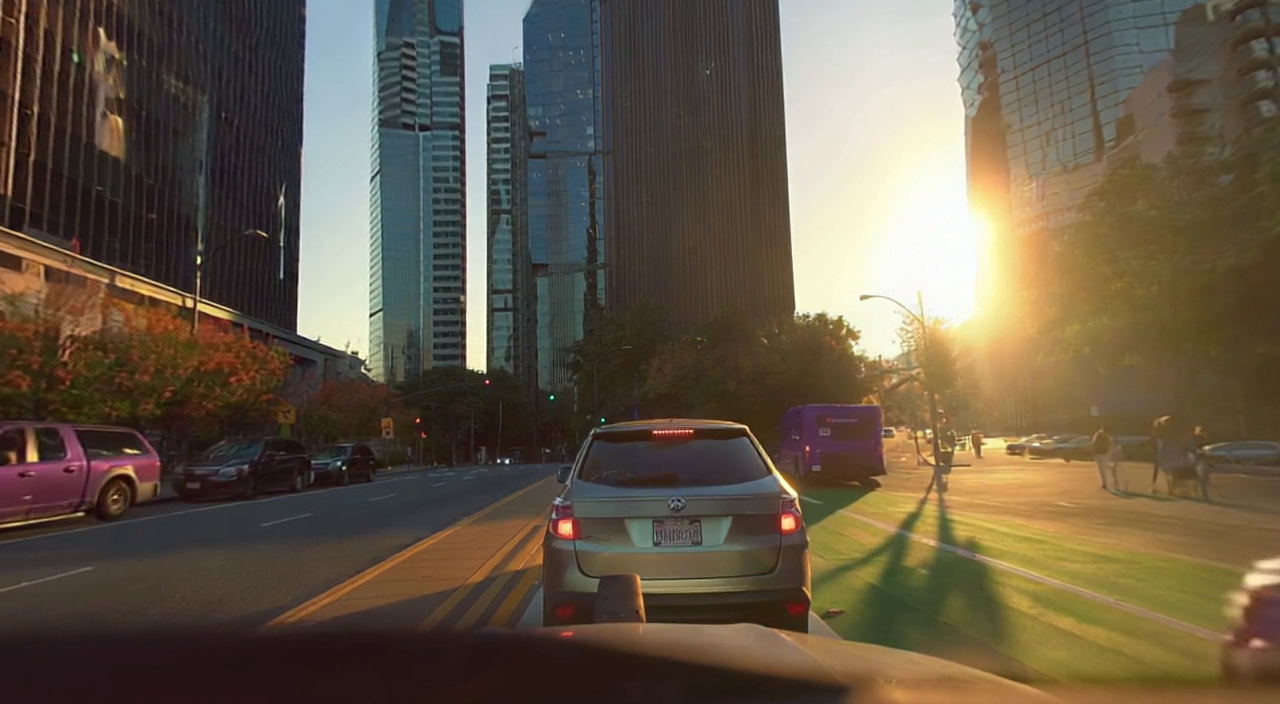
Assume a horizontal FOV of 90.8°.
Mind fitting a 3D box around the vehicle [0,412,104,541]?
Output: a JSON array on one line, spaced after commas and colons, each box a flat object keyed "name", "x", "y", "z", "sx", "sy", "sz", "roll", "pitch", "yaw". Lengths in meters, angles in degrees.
[{"name": "vehicle", "x": -10.499, "y": 1.918, "z": 9.756, "sx": 1.543, "sy": 1.946, "sz": 3.454, "roll": 1, "pitch": -9, "yaw": -6}]

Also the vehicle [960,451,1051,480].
[{"name": "vehicle", "x": 23.866, "y": 7.373, "z": 41.301, "sx": 4.956, "sy": 1.706, "sz": 1.822, "roll": -6, "pitch": -10, "yaw": 33}]

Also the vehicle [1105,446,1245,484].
[{"name": "vehicle", "x": 30.848, "y": 6.507, "z": 36.761, "sx": 5.890, "sy": 1.996, "sz": 2.155, "roll": -6, "pitch": -10, "yaw": 34}]

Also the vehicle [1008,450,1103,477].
[{"name": "vehicle", "x": 27.980, "y": 7.494, "z": 42.663, "sx": 5.153, "sy": 1.626, "sz": 1.895, "roll": -6, "pitch": -10, "yaw": 33}]

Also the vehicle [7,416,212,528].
[{"name": "vehicle", "x": -10.871, "y": 2.444, "z": 13.292, "sx": 1.482, "sy": 2.019, "sz": 3.297, "roll": 0, "pitch": -9, "yaw": -4}]

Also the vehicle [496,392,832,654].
[{"name": "vehicle", "x": 0.203, "y": 1.427, "z": 6.292, "sx": 2.192, "sy": 1.695, "sz": 4.142, "roll": 0, "pitch": -8, "yaw": 1}]

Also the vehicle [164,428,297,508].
[{"name": "vehicle", "x": -11.223, "y": 3.163, "z": 17.621, "sx": 1.559, "sy": 1.973, "sz": 3.419, "roll": 1, "pitch": -9, "yaw": -5}]

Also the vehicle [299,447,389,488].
[{"name": "vehicle", "x": -11.584, "y": 4.505, "z": 25.067, "sx": 1.791, "sy": 1.463, "sz": 4.210, "roll": 0, "pitch": -9, "yaw": -4}]

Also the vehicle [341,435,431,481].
[{"name": "vehicle", "x": -12.081, "y": 5.072, "z": 30.579, "sx": 2.338, "sy": 1.963, "sz": 5.740, "roll": 0, "pitch": -9, "yaw": -4}]

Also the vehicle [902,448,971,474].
[{"name": "vehicle", "x": 21.880, "y": 7.995, "z": 46.597, "sx": 4.211, "sy": 1.820, "sz": 2.094, "roll": -6, "pitch": -10, "yaw": 35}]

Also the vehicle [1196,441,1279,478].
[{"name": "vehicle", "x": 36.604, "y": 6.281, "z": 37.128, "sx": 5.476, "sy": 2.081, "sz": 2.053, "roll": -6, "pitch": -10, "yaw": 33}]
